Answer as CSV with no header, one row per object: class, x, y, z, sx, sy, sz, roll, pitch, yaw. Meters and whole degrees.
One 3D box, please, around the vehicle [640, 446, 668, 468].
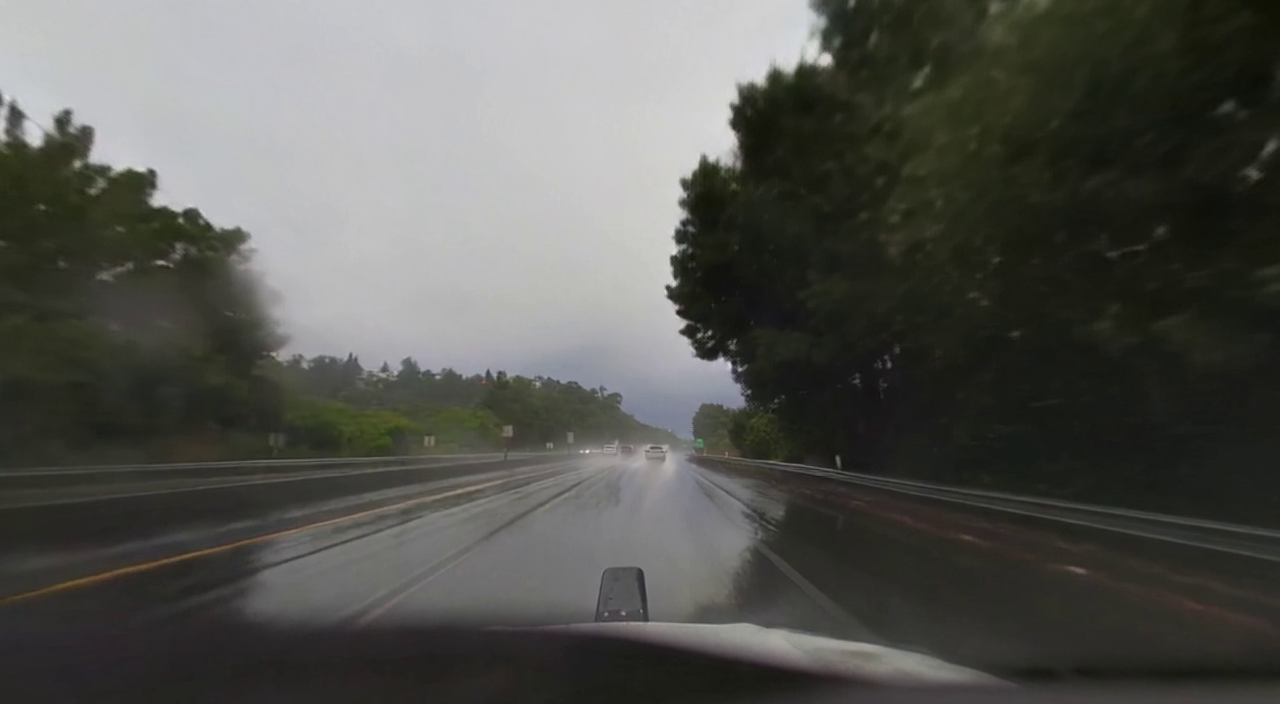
vehicle,0.997,7.528,45.287,1.934,1.488,3.832,0,-9,0
